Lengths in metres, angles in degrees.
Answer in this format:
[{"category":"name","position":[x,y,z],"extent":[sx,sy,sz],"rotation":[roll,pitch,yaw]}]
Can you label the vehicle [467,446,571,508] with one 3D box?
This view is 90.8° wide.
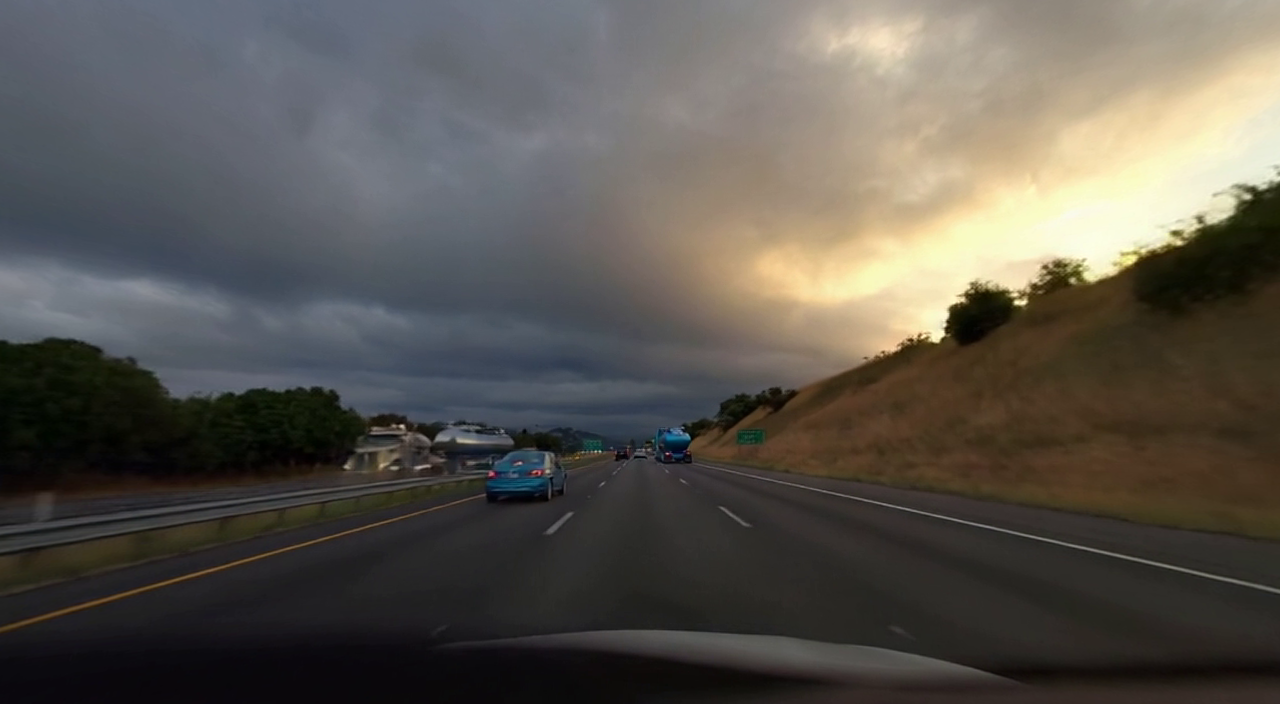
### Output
[{"category":"vehicle","position":[-3.171,3.369,17.423],"extent":[2.013,1.498,3.908],"rotation":[-1,-9,1]}]
